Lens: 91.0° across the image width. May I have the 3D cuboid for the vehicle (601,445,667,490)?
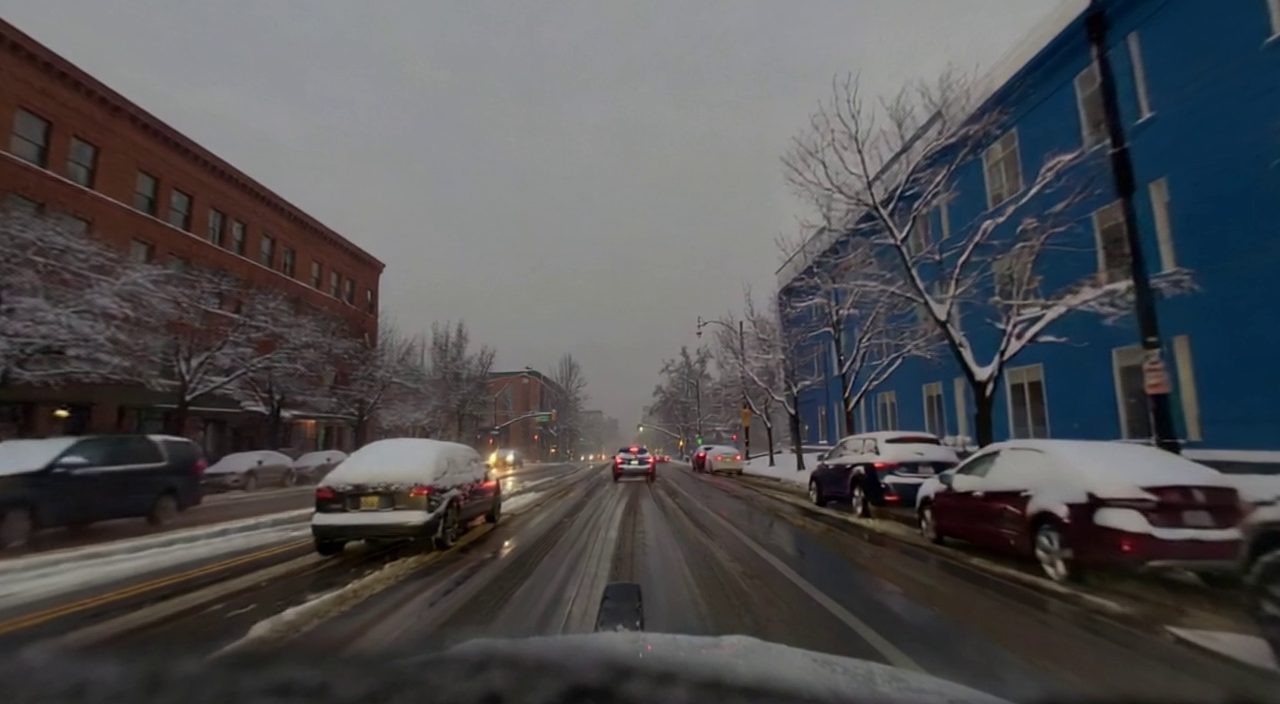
[{"bbox_3d":[-0.239,4.264,23.608,2.230,1.518,4.113,1,-9,-1],"label":"vehicle"}]

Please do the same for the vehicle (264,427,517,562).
[{"bbox_3d":[-3.392,2.026,9.756,1.934,1.548,4.635,0,-9,1],"label":"vehicle"}]

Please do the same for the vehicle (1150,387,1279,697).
[{"bbox_3d":[4.751,0.828,1.911,2.001,1.742,4.996,1,-9,-3],"label":"vehicle"}]

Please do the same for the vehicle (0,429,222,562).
[{"bbox_3d":[-9.585,2.188,10.287,2.186,1.745,4.693,0,-9,1],"label":"vehicle"}]

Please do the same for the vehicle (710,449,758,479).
[{"bbox_3d":[4.976,5.939,33.707,1.832,1.491,4.054,1,-9,-2],"label":"vehicle"}]

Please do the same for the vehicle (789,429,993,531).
[{"bbox_3d":[4.907,2.571,13.303,2.123,1.736,4.795,1,-9,-3],"label":"vehicle"}]

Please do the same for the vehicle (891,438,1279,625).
[{"bbox_3d":[4.834,1.816,7.459,1.910,1.499,4.495,0,-9,0],"label":"vehicle"}]

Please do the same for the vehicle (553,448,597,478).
[{"bbox_3d":[-3.678,6.341,36.195,1.972,1.560,4.066,0,-9,2],"label":"vehicle"}]
